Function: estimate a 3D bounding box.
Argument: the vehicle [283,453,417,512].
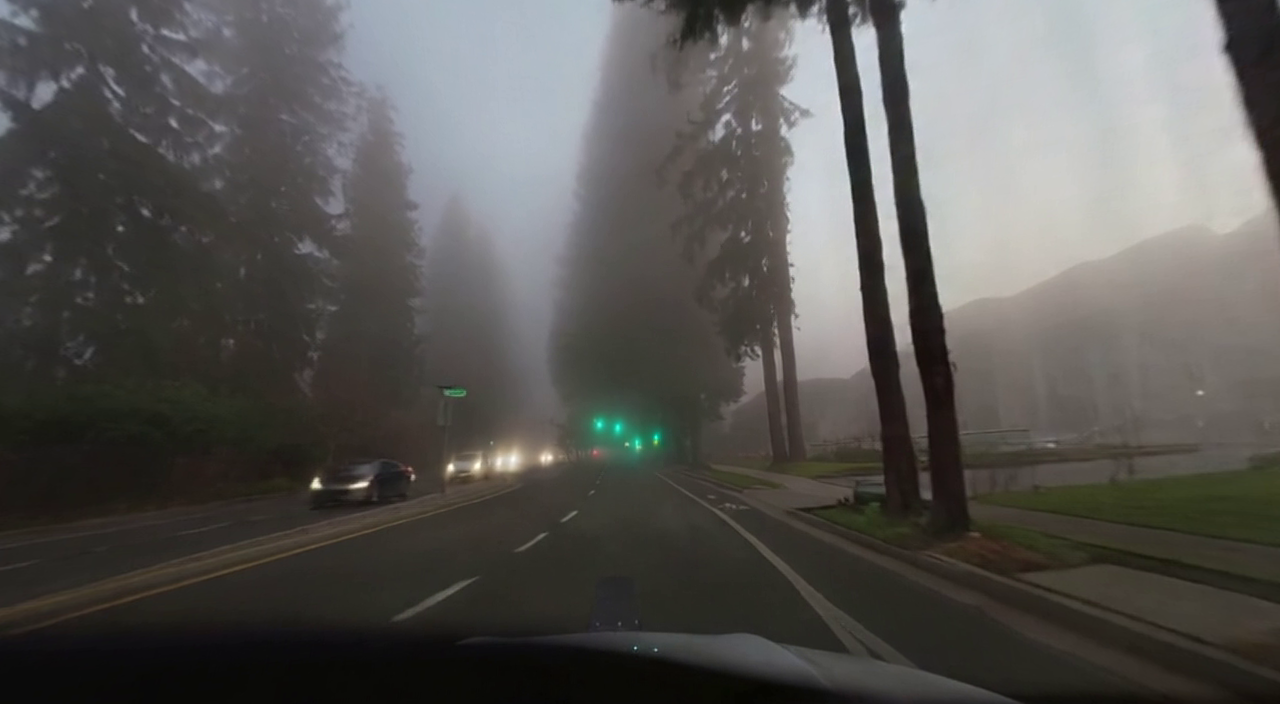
[{"bbox_3d":[-8.562,3.866,19.123,2.050,1.486,4.512,0,-8,-2],"label":"vehicle"}]

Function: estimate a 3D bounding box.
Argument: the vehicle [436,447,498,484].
[{"bbox_3d":[-9.267,6.078,34.135,2.057,1.805,4.933,0,-8,-1],"label":"vehicle"}]

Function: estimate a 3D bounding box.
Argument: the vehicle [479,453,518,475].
[{"bbox_3d":[-10.830,8.570,48.475,1.925,1.503,4.411,0,-8,1],"label":"vehicle"}]
